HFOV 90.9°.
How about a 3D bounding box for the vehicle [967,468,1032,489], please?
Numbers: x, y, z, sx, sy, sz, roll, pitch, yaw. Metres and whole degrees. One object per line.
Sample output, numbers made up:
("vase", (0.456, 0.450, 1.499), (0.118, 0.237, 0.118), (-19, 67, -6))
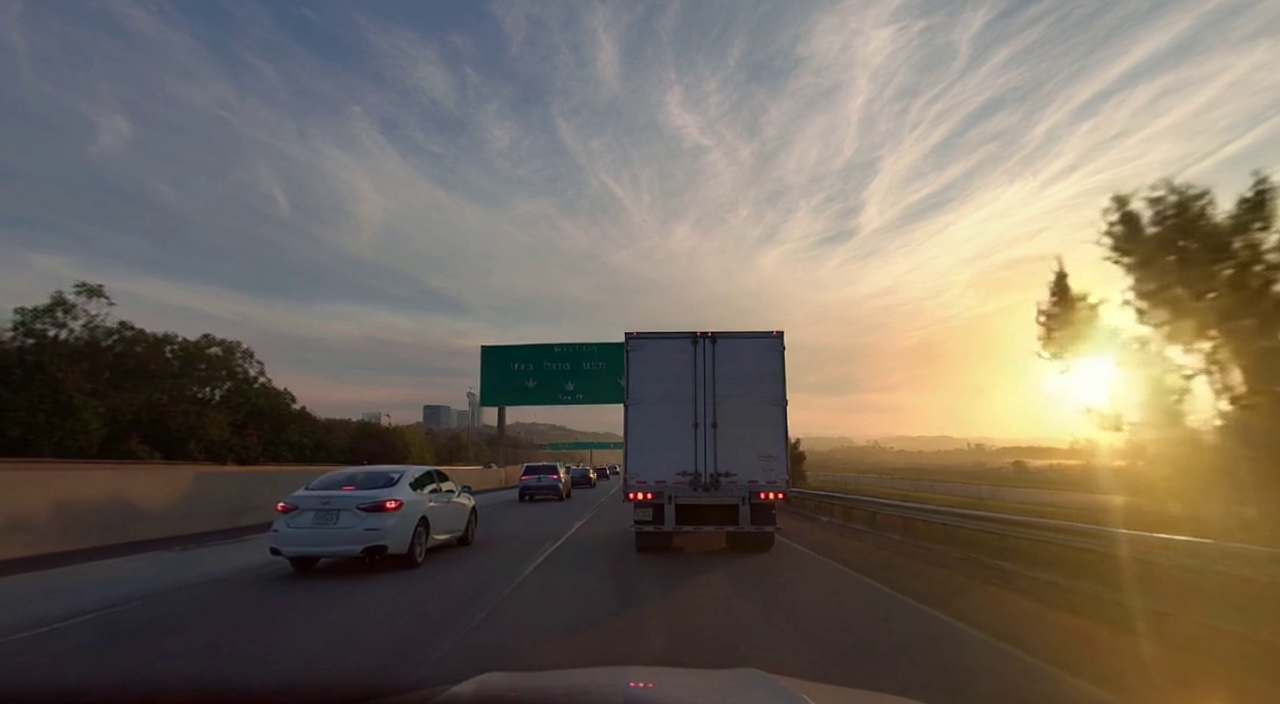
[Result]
("vehicle", (28.249, 9.947, 49.601), (4.107, 1.485, 1.796), (-3, -11, 20))

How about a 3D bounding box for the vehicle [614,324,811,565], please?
("vehicle", (1.077, 2.115, 13.656), (2.831, 3.529, 8.689), (1, -11, 0))

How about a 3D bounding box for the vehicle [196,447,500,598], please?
("vehicle", (-3.528, 2.191, 8.881), (1.983, 1.509, 4.679), (1, -11, 1))

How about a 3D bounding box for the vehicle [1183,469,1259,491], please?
("vehicle", (42.750, 9.413, 46.382), (3.974, 1.485, 1.709), (1, -11, -4))

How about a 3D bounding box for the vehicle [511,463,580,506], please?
("vehicle", (-3.636, 5.230, 25.123), (1.964, 1.482, 4.371), (0, -11, 1))

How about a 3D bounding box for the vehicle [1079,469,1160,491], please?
("vehicle", (35.239, 9.431, 46.425), (4.299, 1.465, 1.807), (-1, -11, 8))
